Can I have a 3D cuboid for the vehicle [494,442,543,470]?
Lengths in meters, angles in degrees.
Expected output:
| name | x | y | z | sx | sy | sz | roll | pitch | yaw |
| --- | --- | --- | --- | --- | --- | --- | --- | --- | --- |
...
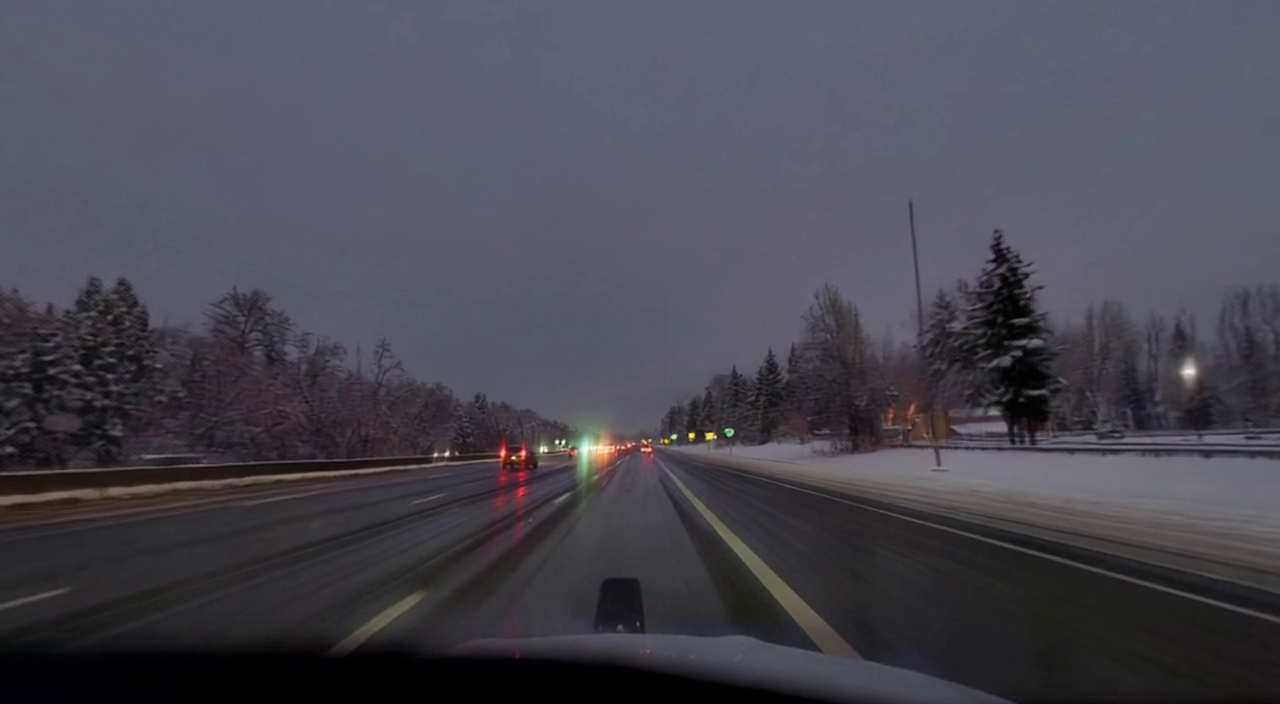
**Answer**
| name | x | y | z | sx | sy | sz | roll | pitch | yaw |
| --- | --- | --- | --- | --- | --- | --- | --- | --- | --- |
| vehicle | -6.976 | 6.014 | 36.604 | 1.985 | 1.513 | 4.172 | 0 | -8 | 1 |
